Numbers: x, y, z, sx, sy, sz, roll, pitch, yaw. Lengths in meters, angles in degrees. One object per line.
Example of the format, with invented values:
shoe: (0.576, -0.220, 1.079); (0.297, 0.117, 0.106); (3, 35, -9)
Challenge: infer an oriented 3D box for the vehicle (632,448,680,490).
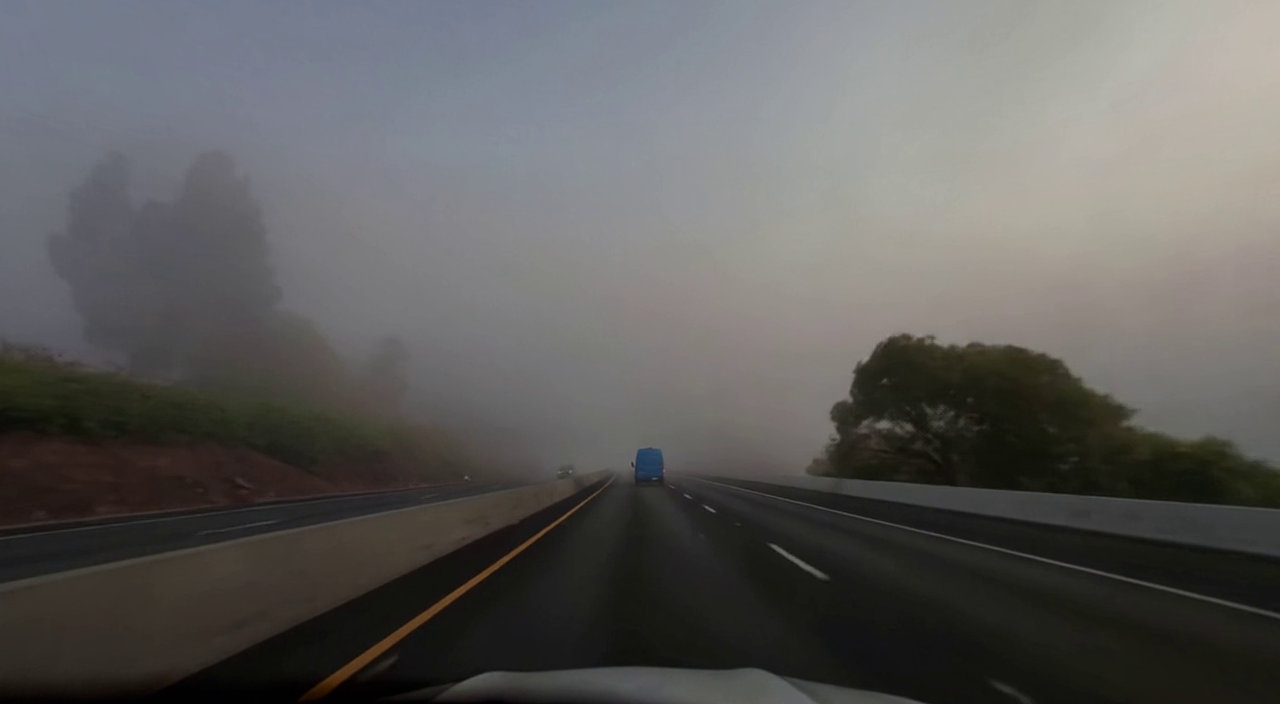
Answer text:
vehicle: (0.819, 6.565, 35.383); (2.429, 2.167, 4.558); (1, -11, -2)
